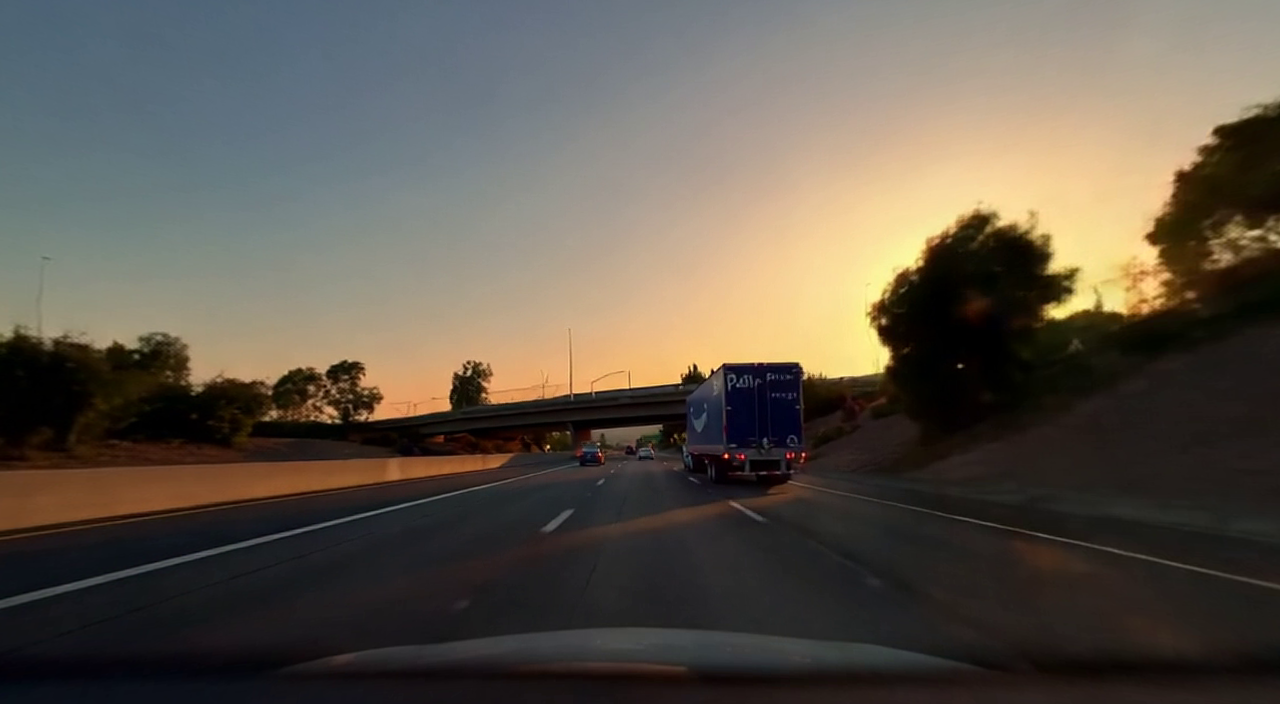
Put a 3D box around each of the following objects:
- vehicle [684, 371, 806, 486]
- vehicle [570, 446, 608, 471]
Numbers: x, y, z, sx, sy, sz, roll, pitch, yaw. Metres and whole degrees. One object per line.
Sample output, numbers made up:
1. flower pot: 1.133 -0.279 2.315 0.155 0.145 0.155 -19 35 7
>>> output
1. vehicle: 4.281 3.949 30.675 2.928 4.021 17.190 0 -9 0
2. vehicle: -3.441 7.328 43.447 2.200 1.562 4.959 0 -9 0
